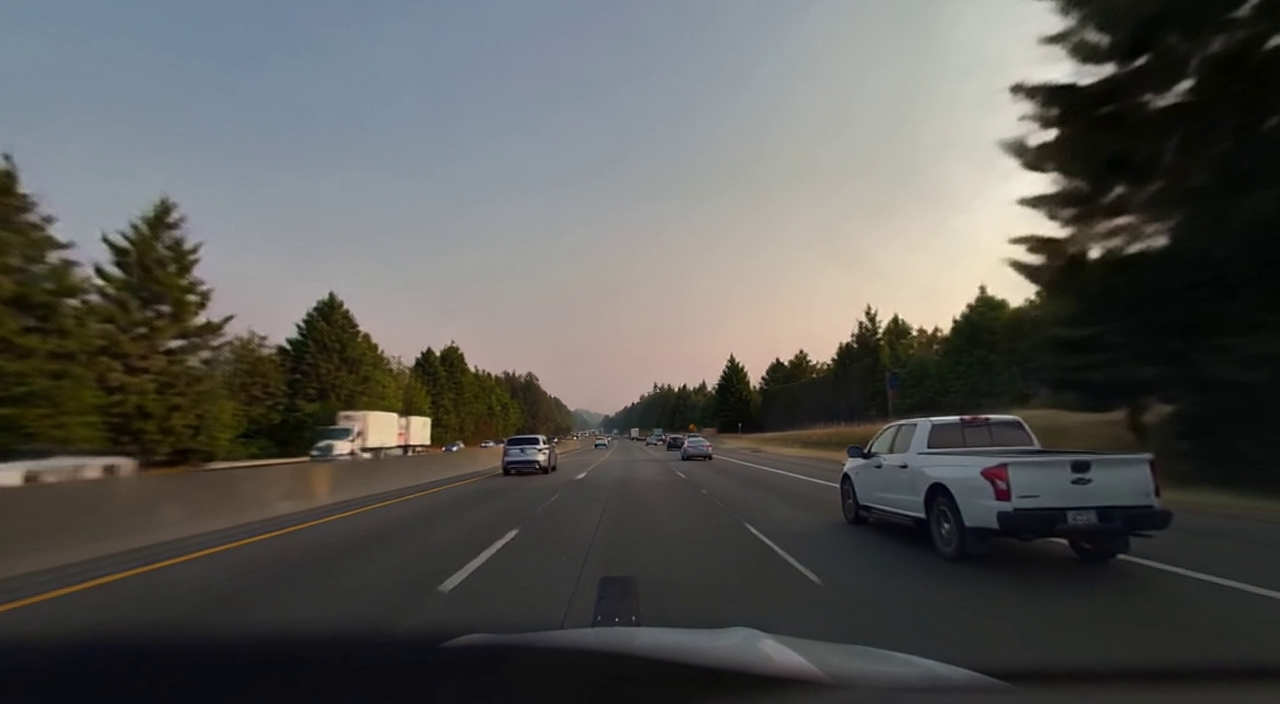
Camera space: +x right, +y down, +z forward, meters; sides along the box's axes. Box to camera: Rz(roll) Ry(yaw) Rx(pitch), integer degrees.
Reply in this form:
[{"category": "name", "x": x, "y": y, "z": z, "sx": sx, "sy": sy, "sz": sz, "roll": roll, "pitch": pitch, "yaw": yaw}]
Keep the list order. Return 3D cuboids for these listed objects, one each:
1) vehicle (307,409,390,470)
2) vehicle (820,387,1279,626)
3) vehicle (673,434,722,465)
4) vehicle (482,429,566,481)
[{"category": "vehicle", "x": -19.989, "y": 6.042, "z": 43.702, "sx": 2.967, "sy": 3.876, "sz": 5.923, "roll": 0, "pitch": -8, "yaw": -2}, {"category": "vehicle", "x": 3.672, "y": 1.379, "z": 6.790, "sx": 1.949, "sy": 1.639, "sz": 4.748, "roll": 0, "pitch": -8, "yaw": -1}, {"category": "vehicle", "x": 2.836, "y": 4.894, "z": 31.912, "sx": 1.990, "sy": 1.480, "sz": 3.865, "roll": 0, "pitch": -8, "yaw": -2}, {"category": "vehicle", "x": -3.878, "y": 3.532, "z": 22.027, "sx": 2.011, "sy": 1.614, "sz": 4.808, "roll": 0, "pitch": -8, "yaw": 0}]
